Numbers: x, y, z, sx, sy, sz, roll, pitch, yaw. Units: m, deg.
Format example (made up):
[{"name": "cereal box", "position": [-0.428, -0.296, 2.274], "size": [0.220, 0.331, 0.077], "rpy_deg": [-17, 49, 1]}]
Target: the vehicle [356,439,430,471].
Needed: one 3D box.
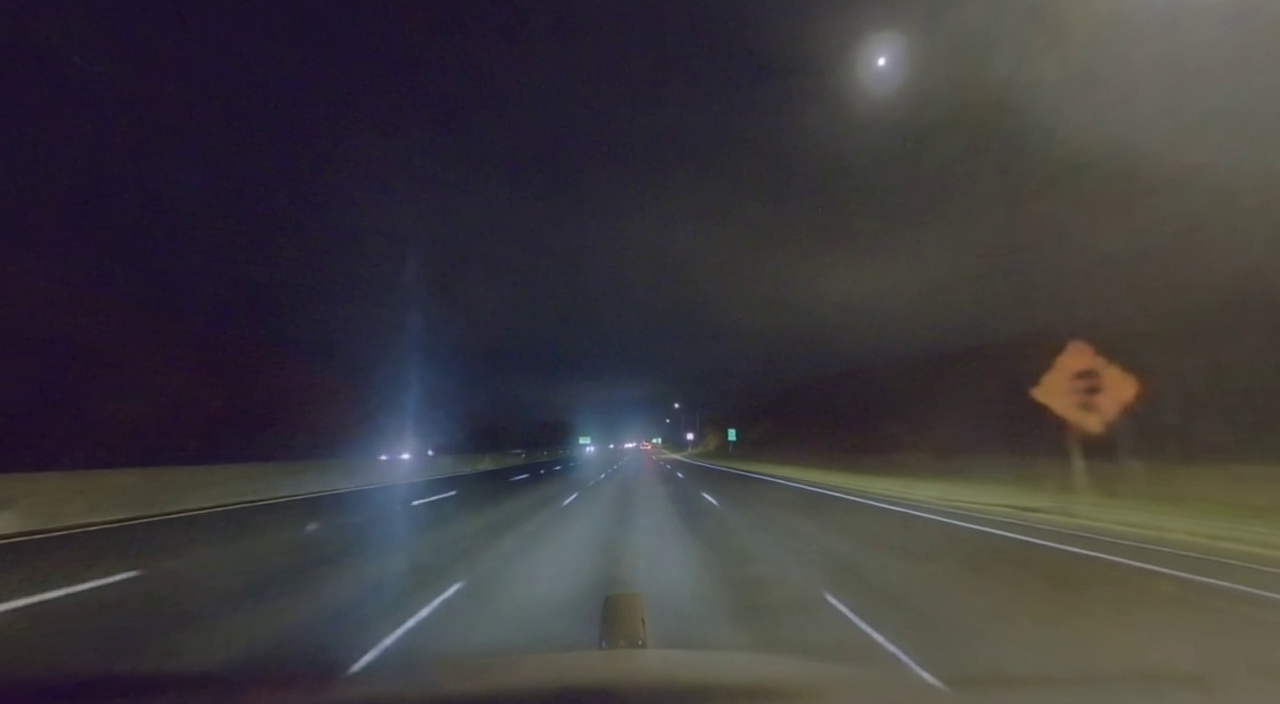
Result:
[{"name": "vehicle", "position": [-15.177, 6.355, 39.185], "size": [2.258, 1.818, 5.703], "rpy_deg": [0, -9, 0]}]
